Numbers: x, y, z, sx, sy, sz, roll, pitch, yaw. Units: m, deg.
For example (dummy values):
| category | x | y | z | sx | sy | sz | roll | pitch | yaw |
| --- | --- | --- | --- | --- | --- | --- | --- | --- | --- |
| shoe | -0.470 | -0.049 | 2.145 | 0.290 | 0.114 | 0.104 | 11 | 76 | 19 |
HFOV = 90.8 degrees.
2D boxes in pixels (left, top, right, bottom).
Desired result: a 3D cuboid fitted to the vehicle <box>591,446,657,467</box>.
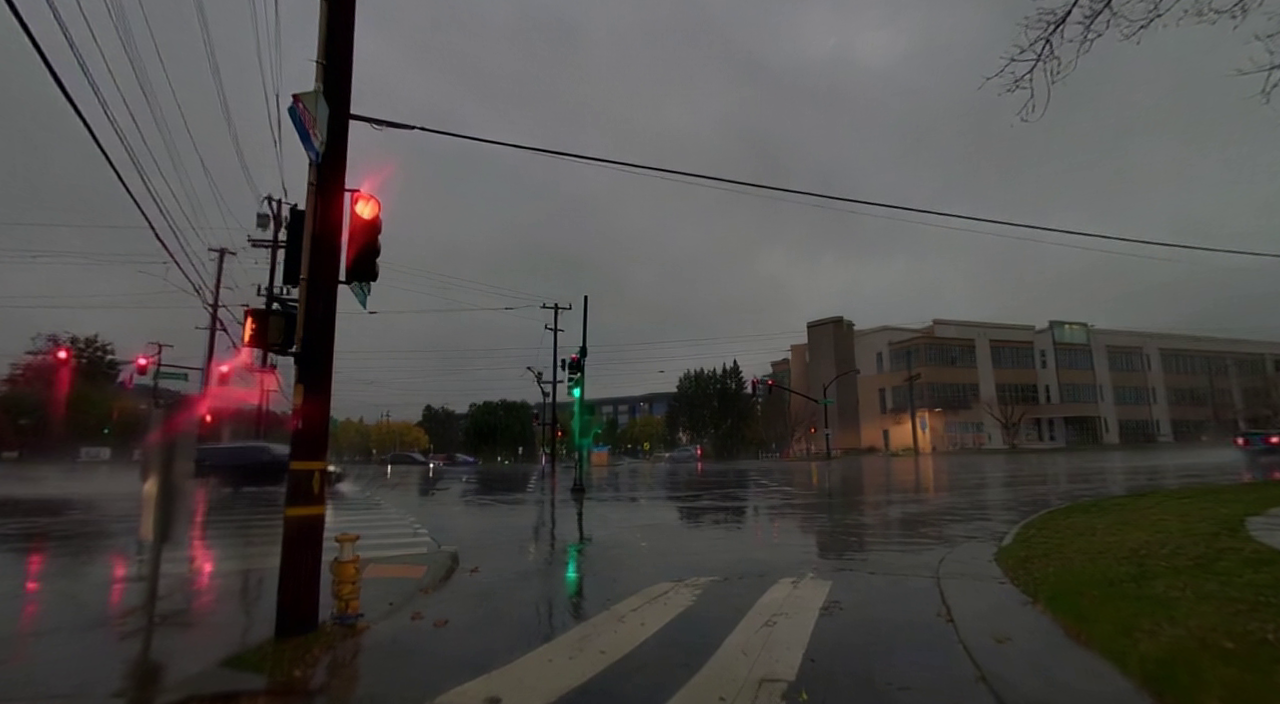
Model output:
| category | x | y | z | sx | sy | sz | roll | pitch | yaw |
| --- | --- | --- | --- | --- | --- | --- | --- | --- | --- |
| vehicle | -1.150 | 7.542 | 45.810 | 4.391 | 1.451 | 1.717 | 4 | -9 | -26 |

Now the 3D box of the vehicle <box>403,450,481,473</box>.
| category | x | y | z | sx | sy | sz | roll | pitch | yaw |
| --- | --- | --- | --- | --- | --- | --- | --- | --- | --- |
| vehicle | -13.556 | 7.475 | 43.272 | 4.837 | 1.407 | 1.818 | 4 | -9 | -26 |

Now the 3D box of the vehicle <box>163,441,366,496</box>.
| category | x | y | z | sx | sy | sz | roll | pitch | yaw |
| --- | --- | --- | --- | --- | --- | --- | --- | --- | --- |
| vehicle | -10.831 | 3.359 | 18.449 | 4.700 | 1.479 | 2.095 | -1 | -8 | 7 |
